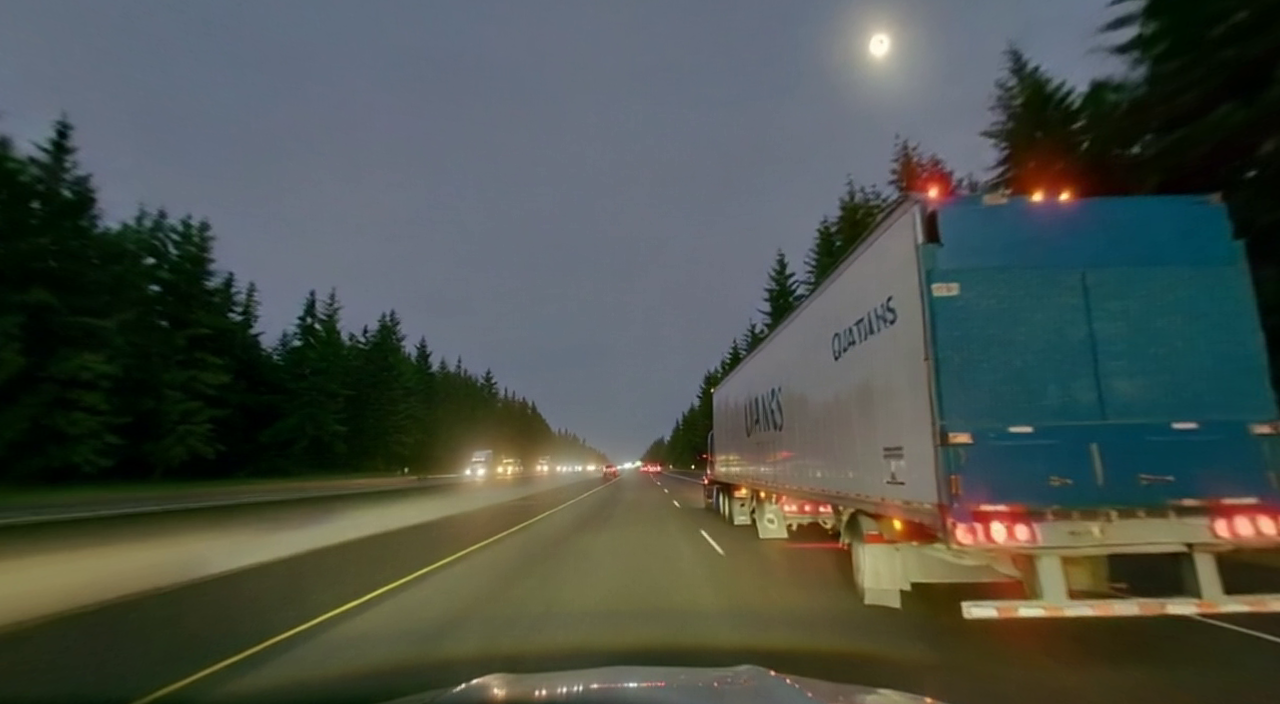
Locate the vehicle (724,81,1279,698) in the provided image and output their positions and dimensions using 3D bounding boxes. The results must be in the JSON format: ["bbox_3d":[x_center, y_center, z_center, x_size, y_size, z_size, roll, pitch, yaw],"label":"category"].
[{"bbox_3d":[3.446,1.034,9.363,2.871,4.032,10.642,1,-10,0],"label":"vehicle"}]
